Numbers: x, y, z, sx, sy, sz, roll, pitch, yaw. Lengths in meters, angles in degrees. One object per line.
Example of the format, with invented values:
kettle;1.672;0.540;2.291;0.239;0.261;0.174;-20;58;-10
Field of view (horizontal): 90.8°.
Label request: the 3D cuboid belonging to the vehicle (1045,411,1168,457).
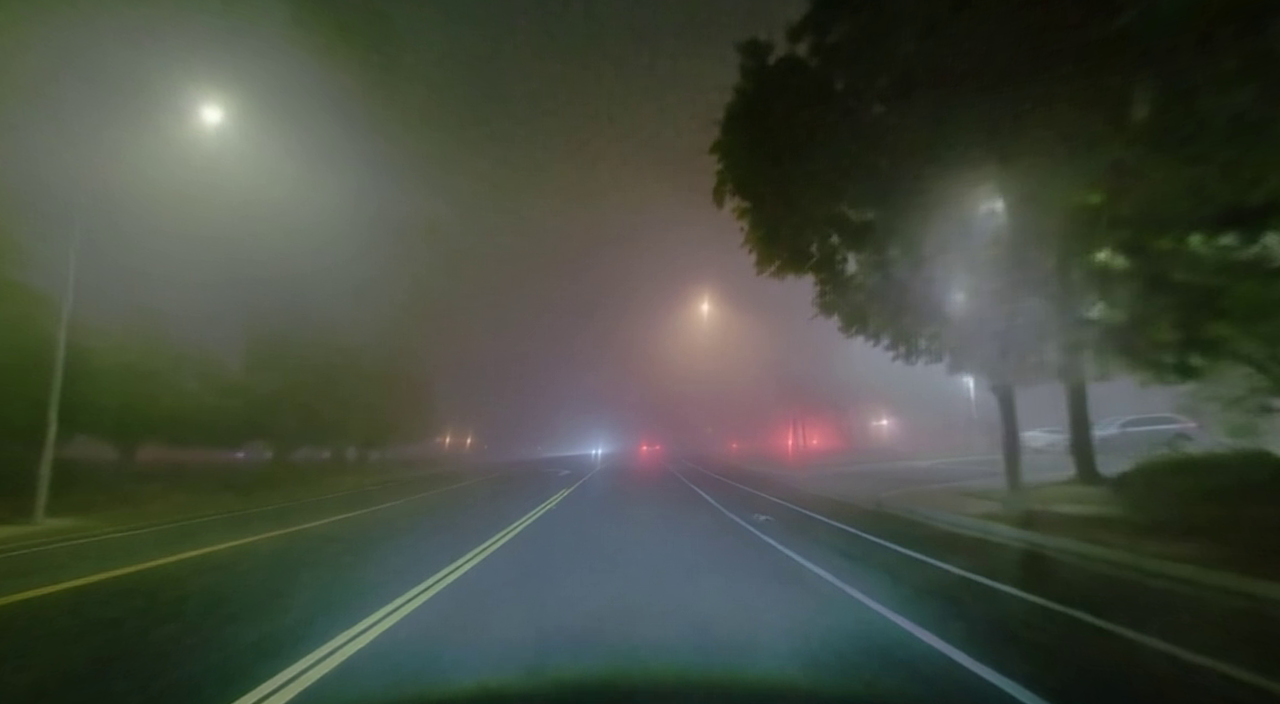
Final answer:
vehicle;19.808;3.572;27.109;1.924;1.703;4.254;-3;-9;0
